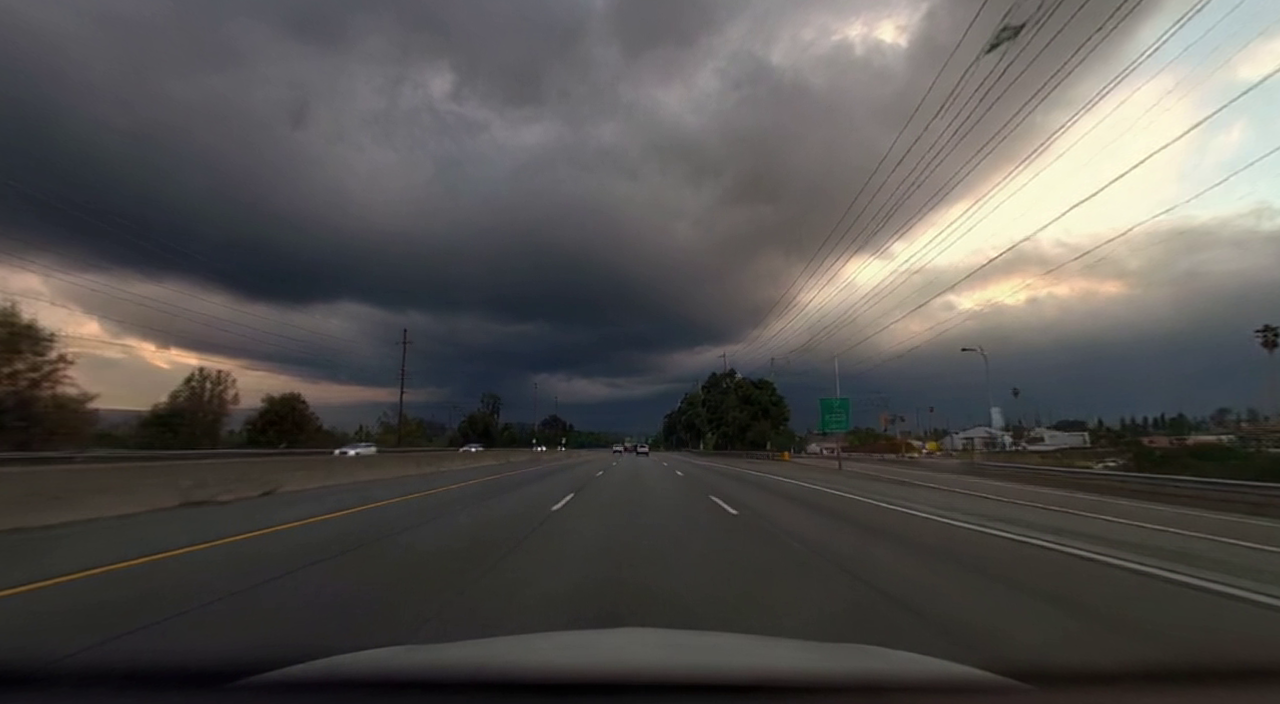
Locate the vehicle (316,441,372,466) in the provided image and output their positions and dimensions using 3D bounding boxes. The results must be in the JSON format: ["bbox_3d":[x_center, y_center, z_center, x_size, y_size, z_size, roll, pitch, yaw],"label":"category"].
[{"bbox_3d":[-21.780,7.477,46.717,1.889,1.672,4.483,0,-8,1],"label":"vehicle"}]
